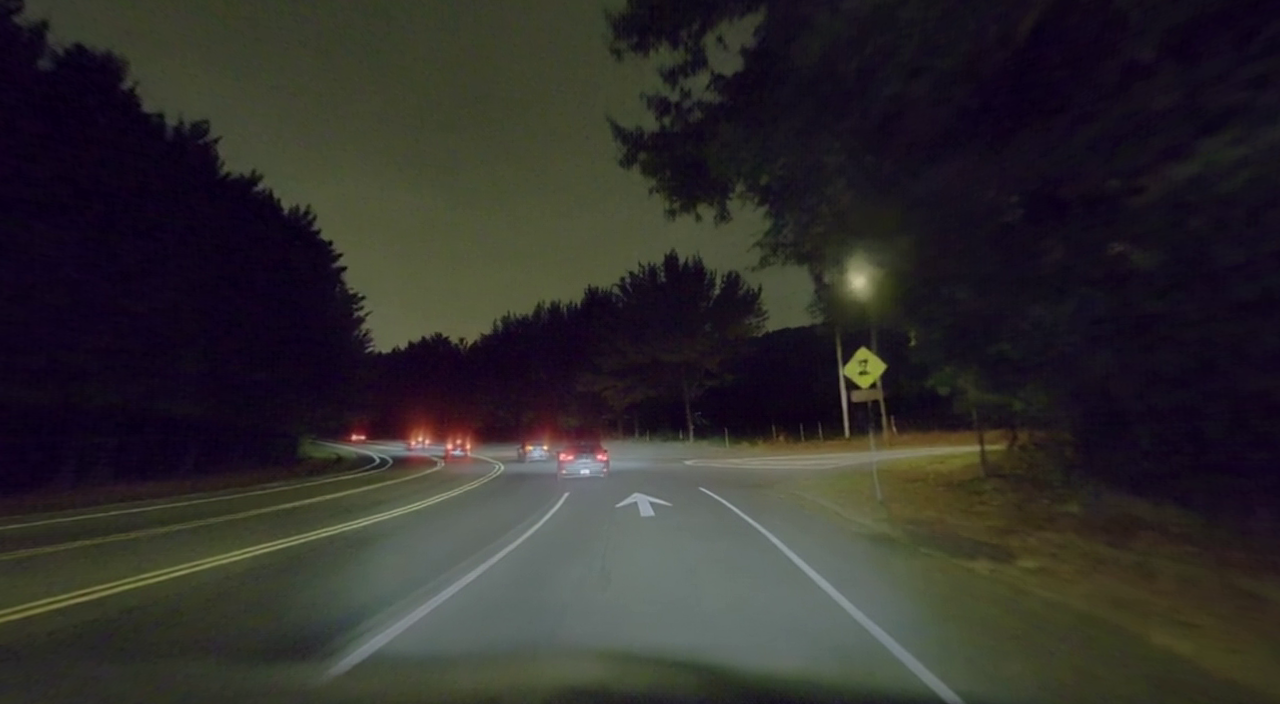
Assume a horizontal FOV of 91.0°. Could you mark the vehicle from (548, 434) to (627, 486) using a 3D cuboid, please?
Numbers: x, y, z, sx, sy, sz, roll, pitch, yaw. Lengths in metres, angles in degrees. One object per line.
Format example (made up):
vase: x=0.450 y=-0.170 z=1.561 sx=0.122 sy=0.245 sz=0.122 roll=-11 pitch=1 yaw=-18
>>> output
vehicle: x=-1.844 y=3.518 z=20.734 sx=2.296 sy=1.510 sz=4.068 roll=1 pitch=-9 yaw=-9

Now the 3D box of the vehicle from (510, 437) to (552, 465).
vehicle: x=-6.502 y=5.841 z=37.307 sx=2.080 sy=1.530 sz=3.719 roll=2 pitch=-9 yaw=-14
